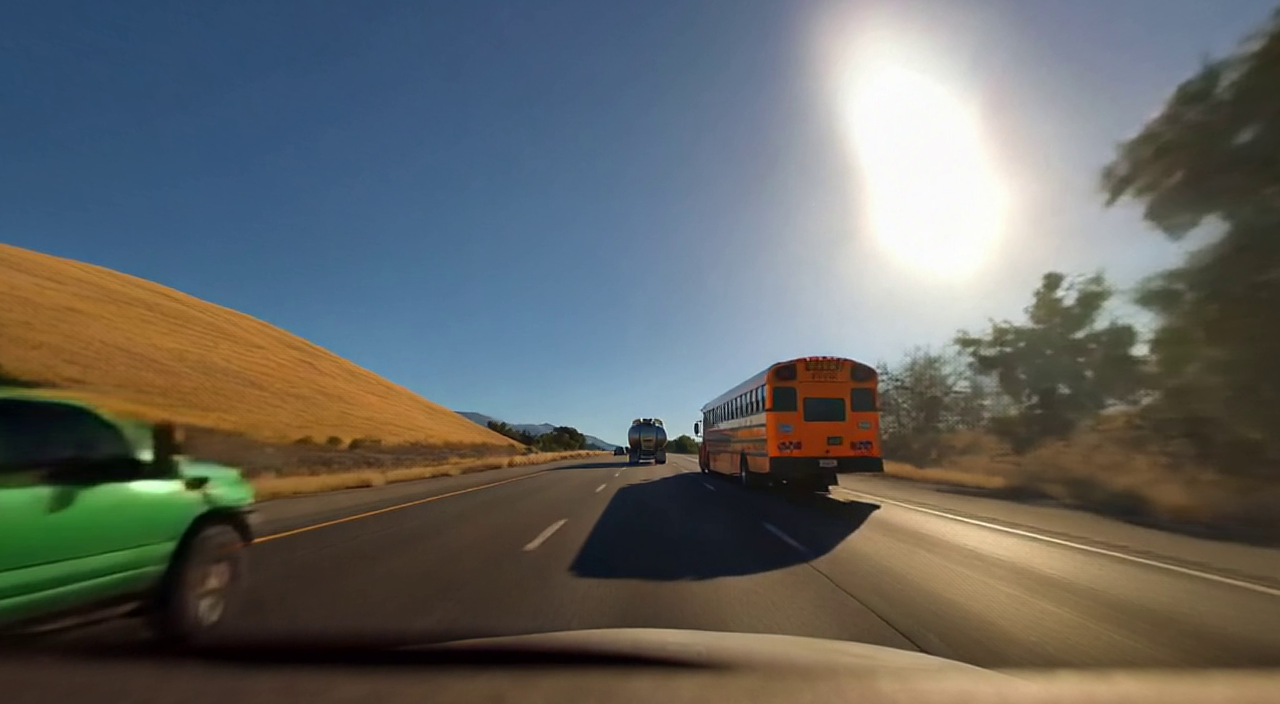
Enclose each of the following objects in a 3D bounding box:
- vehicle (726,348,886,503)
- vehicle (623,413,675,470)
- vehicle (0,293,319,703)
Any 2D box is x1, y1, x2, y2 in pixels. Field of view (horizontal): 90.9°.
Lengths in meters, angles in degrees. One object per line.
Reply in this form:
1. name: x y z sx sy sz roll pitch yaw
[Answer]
1. vehicle: 4.450 2.252 18.677 2.716 3.705 7.018 0 -8 0
2. vehicle: 0.552 5.932 41.721 2.948 3.265 10.569 0 -8 0
3. vehicle: -3.688 0.650 1.910 2.241 1.927 5.833 0 -8 1
